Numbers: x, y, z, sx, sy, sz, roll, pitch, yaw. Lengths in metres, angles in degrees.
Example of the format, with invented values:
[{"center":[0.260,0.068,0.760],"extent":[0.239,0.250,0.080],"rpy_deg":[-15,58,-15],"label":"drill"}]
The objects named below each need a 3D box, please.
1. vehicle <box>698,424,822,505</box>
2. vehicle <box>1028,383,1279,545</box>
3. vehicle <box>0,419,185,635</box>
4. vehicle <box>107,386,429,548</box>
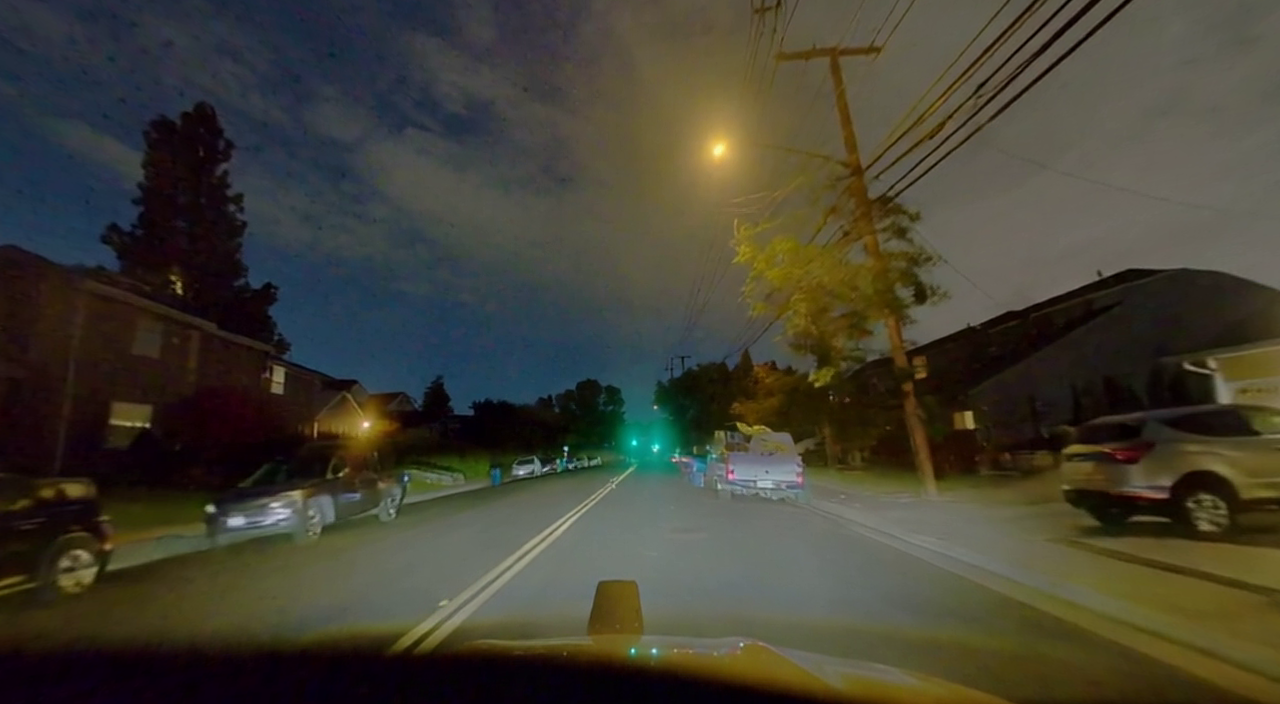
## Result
[{"center":[3.187,3.122,18.052],"extent":[2.203,1.952,5.111],"rpy_deg":[0,-9,-4],"label":"vehicle"},{"center":[8.185,1.483,8.461],"extent":[4.489,1.812,2.056],"rpy_deg":[-1,-13,-4],"label":"vehicle"},{"center":[-6.433,1.485,5.168],"extent":[2.046,1.777,4.473],"rpy_deg":[-3,-12,0],"label":"vehicle"},{"center":[-6.306,2.266,12.077],"extent":[2.269,2.229,6.042],"rpy_deg":[-2,-12,2],"label":"vehicle"}]
